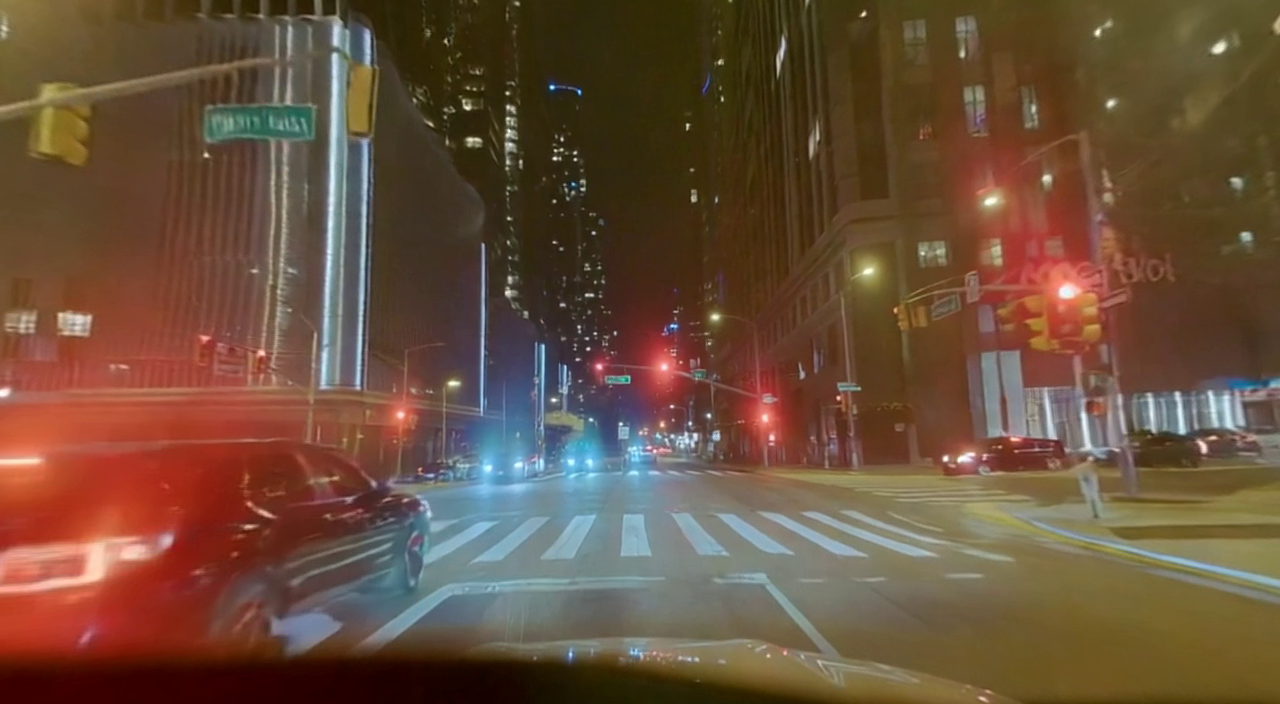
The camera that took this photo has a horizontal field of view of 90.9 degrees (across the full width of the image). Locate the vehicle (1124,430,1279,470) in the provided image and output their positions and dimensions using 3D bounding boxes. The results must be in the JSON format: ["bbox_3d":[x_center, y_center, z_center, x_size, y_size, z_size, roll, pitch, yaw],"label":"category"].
[{"bbox_3d":[22.116,3.851,24.789,4.475,1.482,2.026,0,-8,-1],"label":"vehicle"}]

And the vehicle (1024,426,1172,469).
[{"bbox_3d":[20.134,4.225,27.890,4.827,1.817,2.190,0,-8,0],"label":"vehicle"}]

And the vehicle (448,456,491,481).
[{"bbox_3d":[-12.610,8.614,46.858,2.118,1.644,4.188,0,-8,-1],"label":"vehicle"}]

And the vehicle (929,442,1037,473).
[{"bbox_3d":[17.145,5.276,31.673,4.293,1.495,1.935,0,-9,-1],"label":"vehicle"}]

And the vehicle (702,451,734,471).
[{"bbox_3d":[5.999,8.433,49.007,1.882,1.479,4.652,0,-8,0],"label":"vehicle"}]

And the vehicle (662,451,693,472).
[{"bbox_3d":[2.738,8.014,46.356,1.919,1.371,3.583,-1,-9,-2],"label":"vehicle"}]

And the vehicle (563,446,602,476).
[{"bbox_3d":[-3.812,7.314,42.612,2.176,1.804,4.740,-3,-9,0],"label":"vehicle"}]

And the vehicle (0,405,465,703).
[{"bbox_3d":[-2.963,1.271,4.438,2.014,1.480,4.780,0,-8,1],"label":"vehicle"}]
